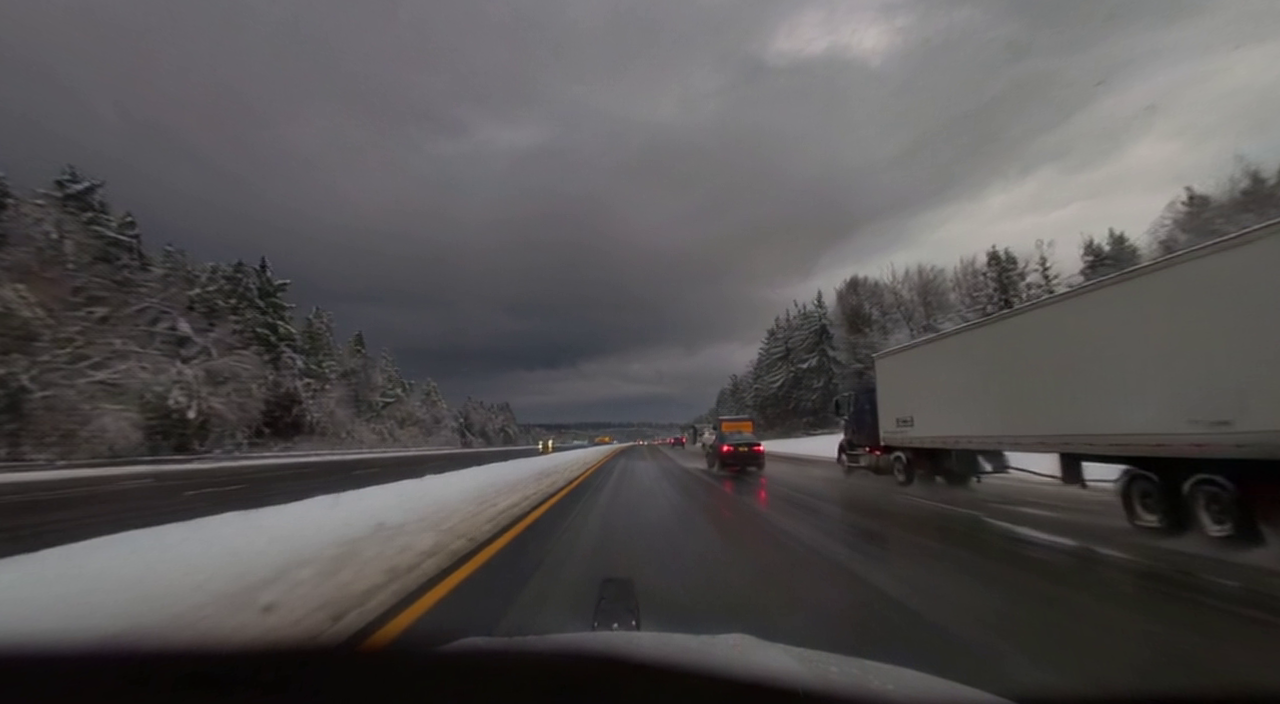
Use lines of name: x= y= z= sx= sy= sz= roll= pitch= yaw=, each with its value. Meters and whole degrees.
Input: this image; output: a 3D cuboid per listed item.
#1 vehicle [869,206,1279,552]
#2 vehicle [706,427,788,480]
vehicle: x=9.249 y=1.075 z=13.151 sx=3.440 sy=4.093 sz=13.944 roll=0 pitch=-8 yaw=-1
vehicle: x=3.694 y=3.578 z=22.564 sx=2.011 sy=1.672 sz=4.415 roll=0 pitch=-8 yaw=-2
